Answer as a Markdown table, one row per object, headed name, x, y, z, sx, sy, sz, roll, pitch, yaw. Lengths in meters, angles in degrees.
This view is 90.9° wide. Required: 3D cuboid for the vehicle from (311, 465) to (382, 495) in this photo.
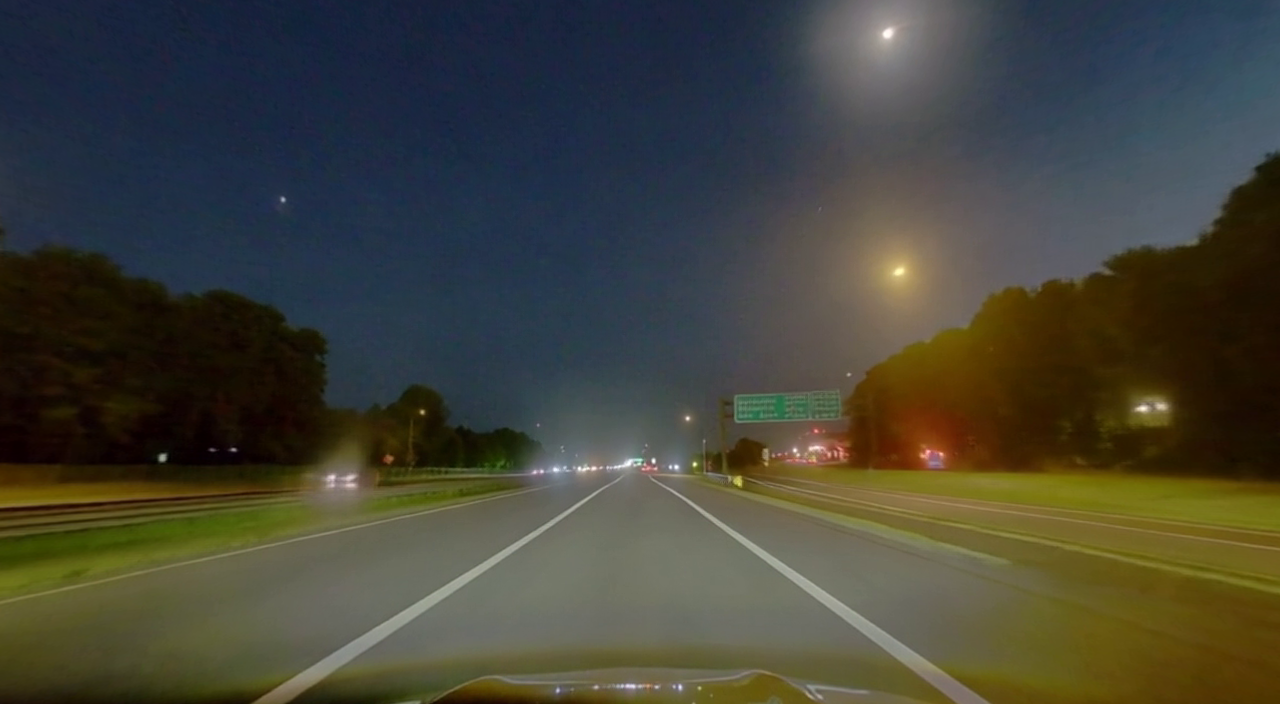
| name | x | y | z | sx | sy | sz | roll | pitch | yaw |
| --- | --- | --- | --- | --- | --- | --- | --- | --- | --- |
| vehicle | -15.523 | 6.799 | 33.534 | 1.810 | 1.456 | 3.959 | 1 | -10 | 1 |
